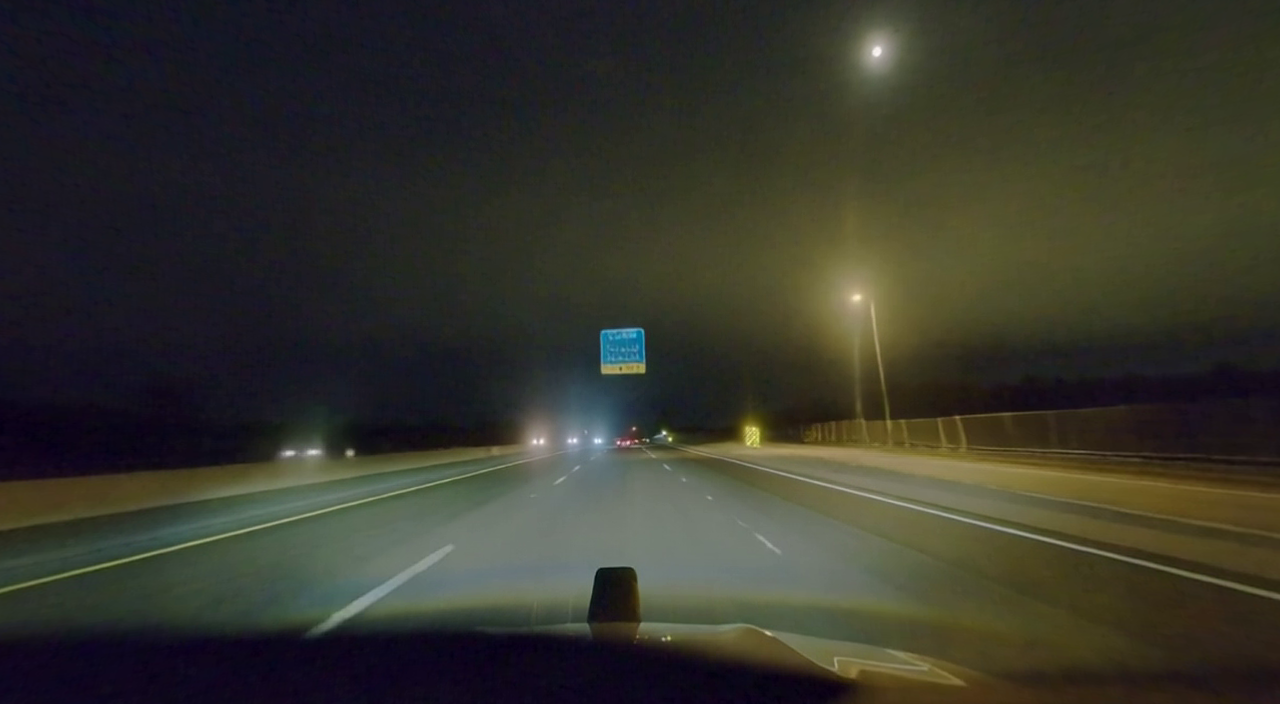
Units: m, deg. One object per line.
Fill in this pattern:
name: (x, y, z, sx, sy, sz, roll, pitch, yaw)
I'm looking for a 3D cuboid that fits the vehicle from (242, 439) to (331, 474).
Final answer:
vehicle: (-17.468, 5.162, 31.436, 2.024, 1.571, 4.254, 0, -8, -1)
